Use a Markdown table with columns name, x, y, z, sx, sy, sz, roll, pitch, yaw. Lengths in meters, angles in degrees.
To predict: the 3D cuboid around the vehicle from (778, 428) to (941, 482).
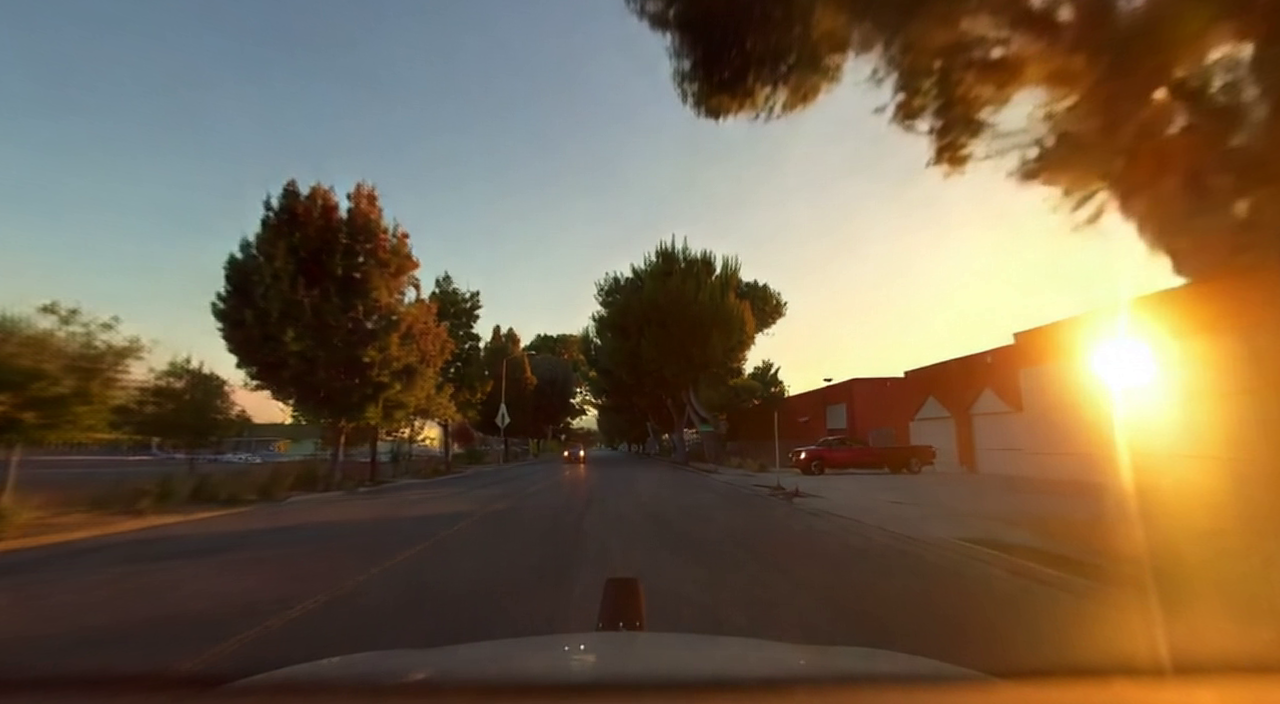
| name | x | y | z | sx | sy | sz | roll | pitch | yaw |
| --- | --- | --- | --- | --- | --- | --- | --- | --- | --- |
| vehicle | 10.912 | 5.175 | 31.877 | 7.188 | 2.416 | 2.528 | -1 | -9 | -3 |
